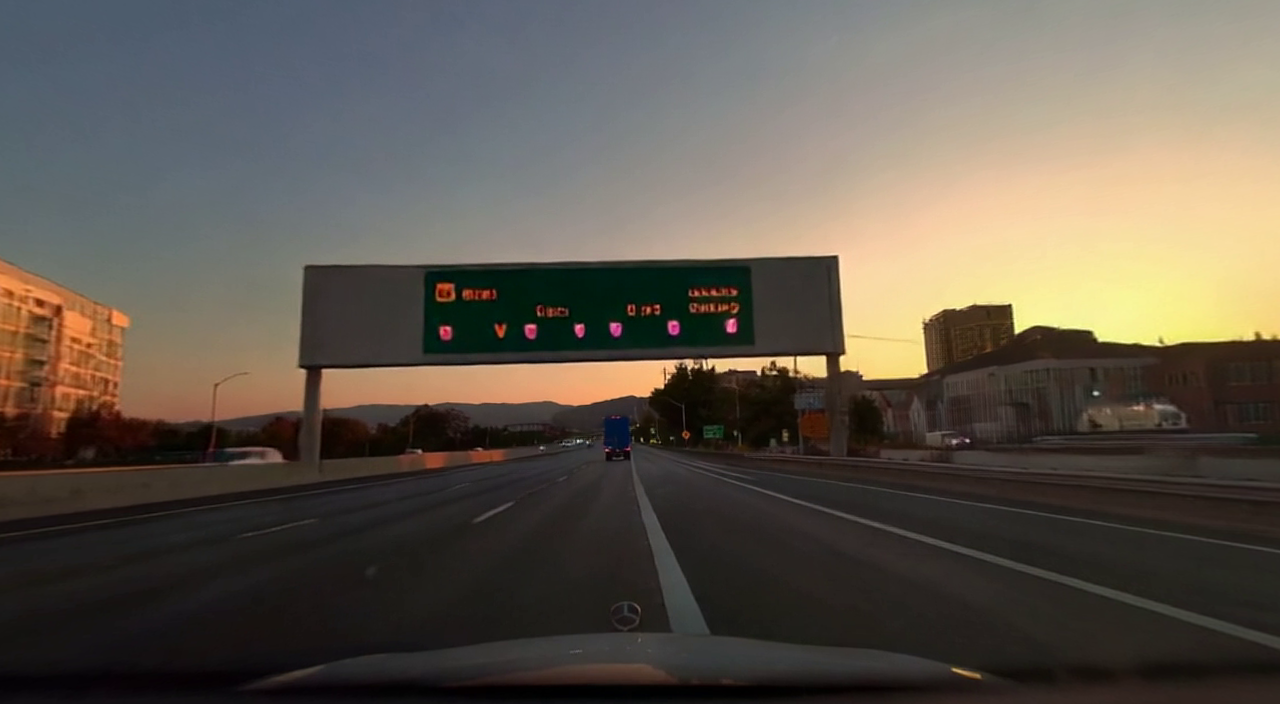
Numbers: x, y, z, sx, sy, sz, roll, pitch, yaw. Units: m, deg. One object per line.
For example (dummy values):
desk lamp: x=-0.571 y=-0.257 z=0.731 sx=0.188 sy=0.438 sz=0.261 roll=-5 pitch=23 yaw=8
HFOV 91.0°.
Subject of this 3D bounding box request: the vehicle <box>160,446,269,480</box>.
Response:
vehicle: x=-24.418 y=6.358 z=36.507 sx=2.165 sy=1.728 sz=5.997 roll=0 pitch=-9 yaw=0
